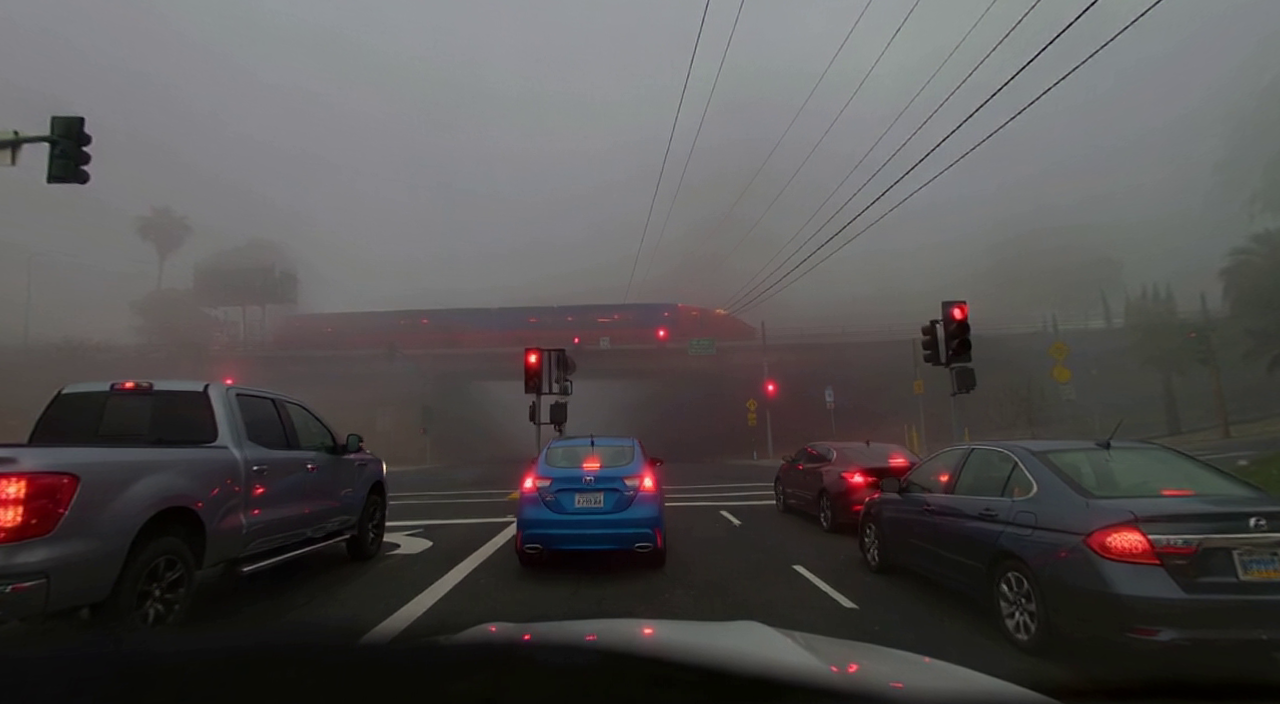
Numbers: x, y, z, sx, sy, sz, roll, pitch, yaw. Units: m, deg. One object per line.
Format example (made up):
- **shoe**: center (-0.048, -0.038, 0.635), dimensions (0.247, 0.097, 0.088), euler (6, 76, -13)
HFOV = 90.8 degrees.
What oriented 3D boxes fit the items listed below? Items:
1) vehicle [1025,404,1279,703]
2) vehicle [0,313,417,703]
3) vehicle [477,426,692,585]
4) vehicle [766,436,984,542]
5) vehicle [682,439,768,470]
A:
- **vehicle**: center (3.876, 0.906, 2.285), dimensions (2.052, 1.496, 4.541), euler (0, -9, -1)
- **vehicle**: center (-3.790, 1.123, 5.049), dimensions (2.078, 1.838, 5.448), euler (0, -9, -1)
- **vehicle**: center (-0.615, 1.773, 8.135), dimensions (2.035, 1.491, 4.090), euler (0, -9, -3)
- **vehicle**: center (3.712, 2.237, 11.055), dimensions (1.965, 1.448, 4.486), euler (0, -9, -2)
- **vehicle**: center (4.235, 5.170, 32.076), dimensions (1.878, 1.428, 4.416), euler (5, -10, -33)
